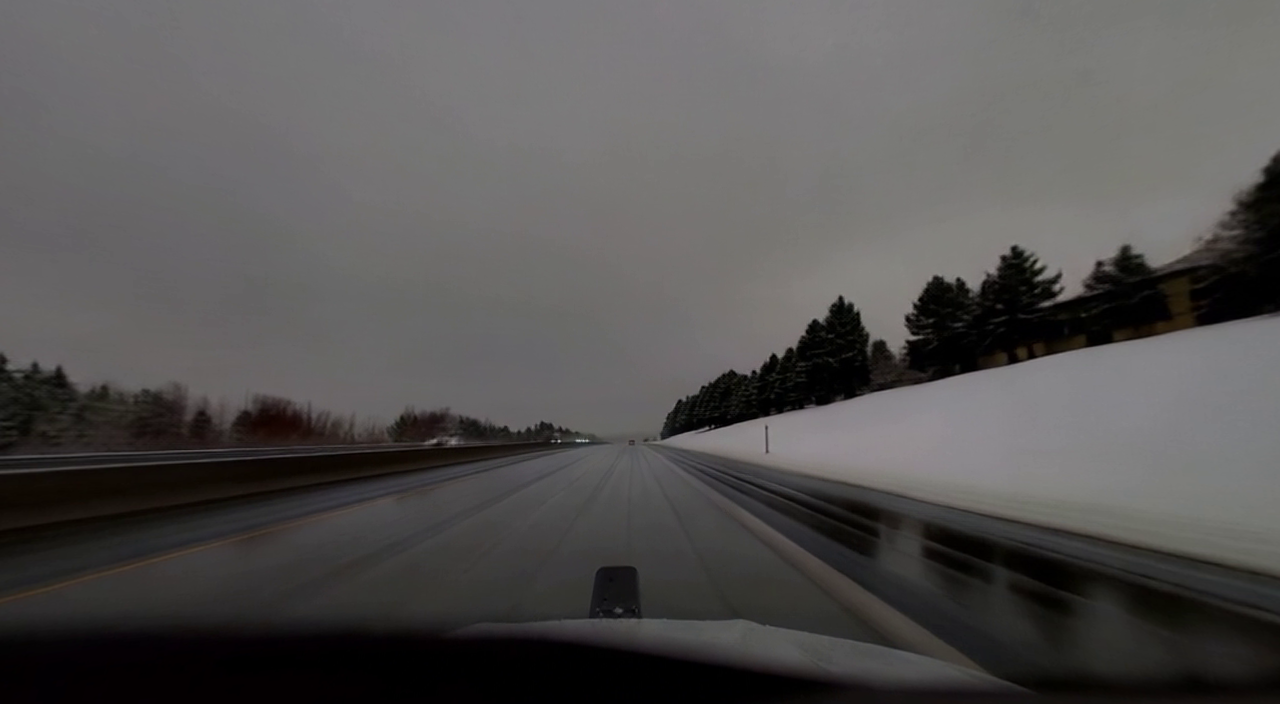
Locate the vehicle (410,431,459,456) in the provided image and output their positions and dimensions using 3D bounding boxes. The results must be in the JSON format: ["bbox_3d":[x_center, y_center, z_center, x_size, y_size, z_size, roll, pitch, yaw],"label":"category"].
[{"bbox_3d":[-14.338,6.369,44.043,1.954,1.659,4.349,0,-8,0],"label":"vehicle"}]
